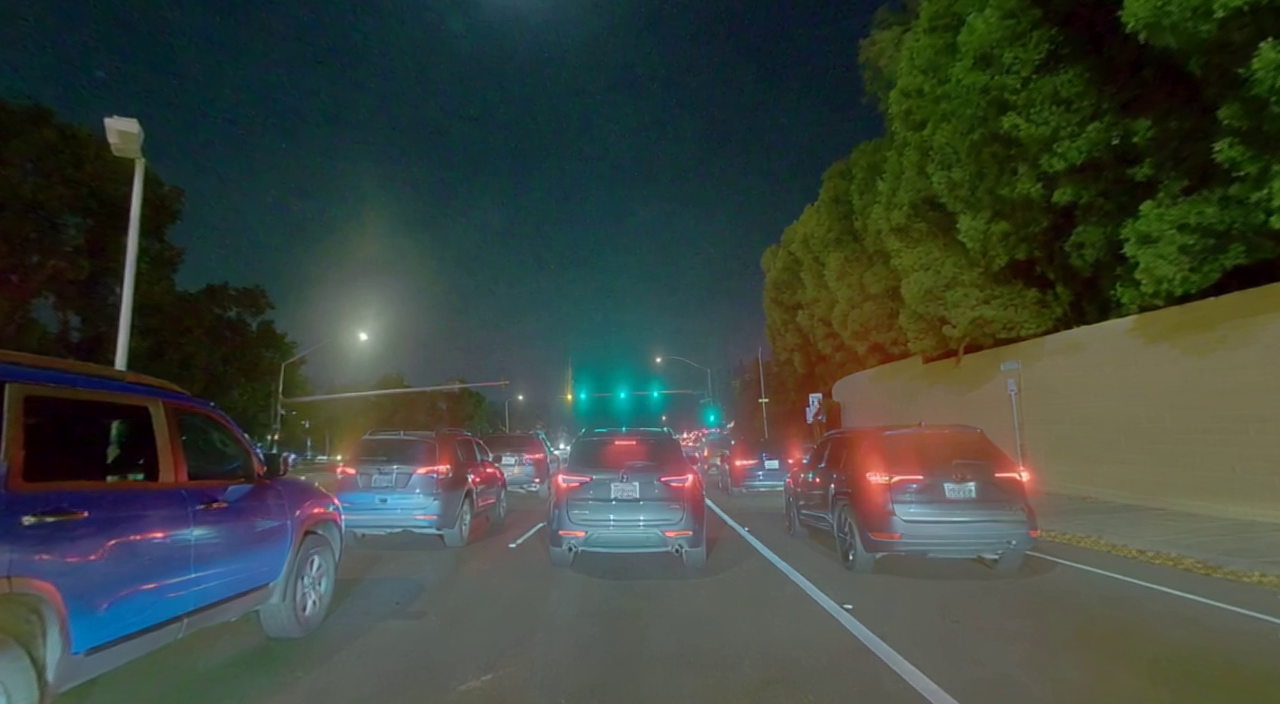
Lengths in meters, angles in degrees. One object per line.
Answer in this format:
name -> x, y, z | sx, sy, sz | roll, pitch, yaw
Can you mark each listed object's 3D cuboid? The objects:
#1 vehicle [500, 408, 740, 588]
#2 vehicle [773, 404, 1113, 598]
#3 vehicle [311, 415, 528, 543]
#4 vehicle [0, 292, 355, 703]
vehicle -> -0.157, 1.657, 7.947 | 2.245, 1.677, 3.913 | 0, -8, 1
vehicle -> 3.145, 1.632, 7.793 | 2.029, 1.702, 4.281 | 0, -8, 0
vehicle -> -3.487, 2.108, 11.138 | 2.067, 1.759, 4.631 | 0, -8, 1
vehicle -> -3.511, 0.833, 3.117 | 2.070, 1.913, 4.450 | 0, -8, 0
